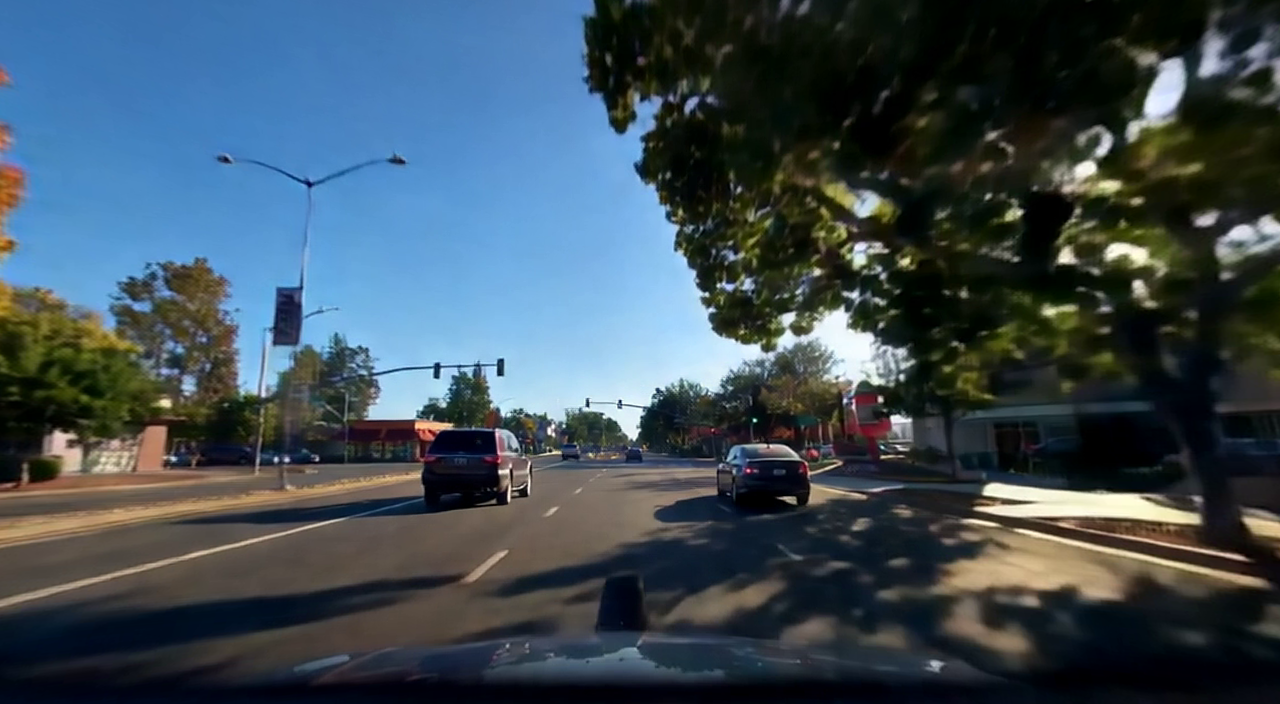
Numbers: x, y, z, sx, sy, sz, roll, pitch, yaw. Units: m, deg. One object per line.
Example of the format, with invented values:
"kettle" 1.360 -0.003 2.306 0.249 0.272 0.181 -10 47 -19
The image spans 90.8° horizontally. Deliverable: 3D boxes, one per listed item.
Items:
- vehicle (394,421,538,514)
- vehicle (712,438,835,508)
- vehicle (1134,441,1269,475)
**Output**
"vehicle" -3.764 2.597 14.639 1.997 1.806 4.500 0 -9 1
"vehicle" 3.190 3.011 16.226 1.975 1.502 4.787 0 -9 -2
"vehicle" 29.047 5.496 32.832 4.810 1.627 1.991 -2 -9 6
